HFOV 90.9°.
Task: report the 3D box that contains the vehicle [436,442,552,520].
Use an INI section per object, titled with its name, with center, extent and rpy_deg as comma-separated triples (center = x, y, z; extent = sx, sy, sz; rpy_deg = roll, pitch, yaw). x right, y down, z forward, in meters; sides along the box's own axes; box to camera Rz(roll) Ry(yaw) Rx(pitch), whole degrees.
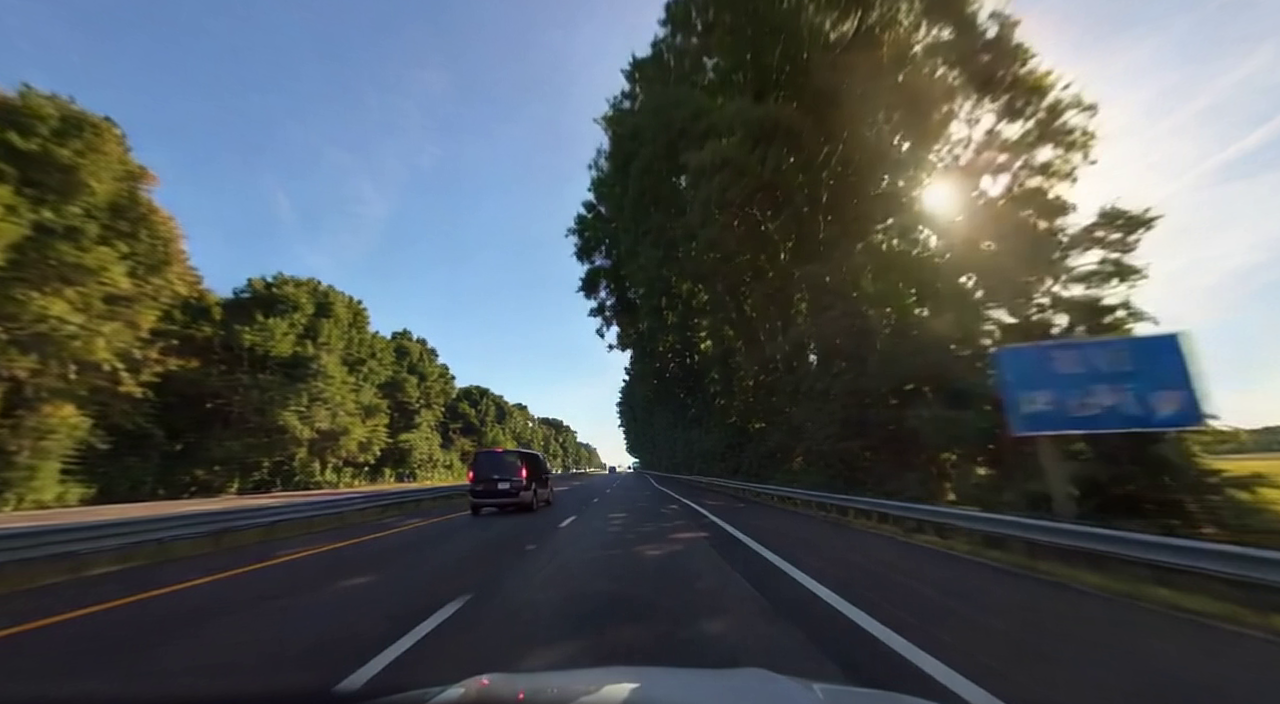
[vehicle]
center = -3.857, 3.557, 17.639
extent = 2.100, 1.824, 4.634
rpy_deg = 1, -10, 0
